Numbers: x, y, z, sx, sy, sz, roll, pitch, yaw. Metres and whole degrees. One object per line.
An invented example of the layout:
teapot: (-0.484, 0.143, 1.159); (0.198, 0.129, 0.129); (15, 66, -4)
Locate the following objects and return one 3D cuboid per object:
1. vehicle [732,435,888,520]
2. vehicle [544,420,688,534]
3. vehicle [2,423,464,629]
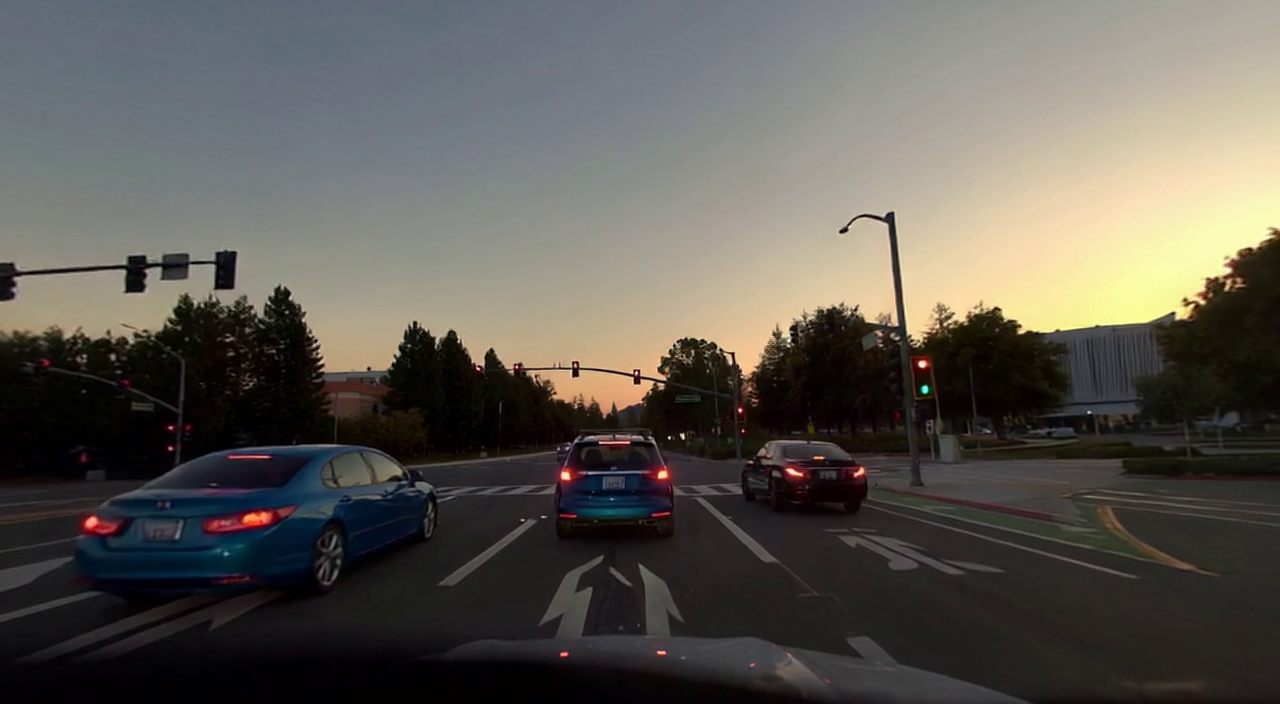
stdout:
vehicle: (3.271, 2.501, 13.202); (1.970, 1.449, 4.433); (0, -8, -1)
vehicle: (-0.352, 2.059, 10.928); (2.038, 1.599, 3.844); (0, -8, 0)
vehicle: (-3.581, 1.593, 6.875); (2.052, 1.472, 4.479); (0, -8, 0)
